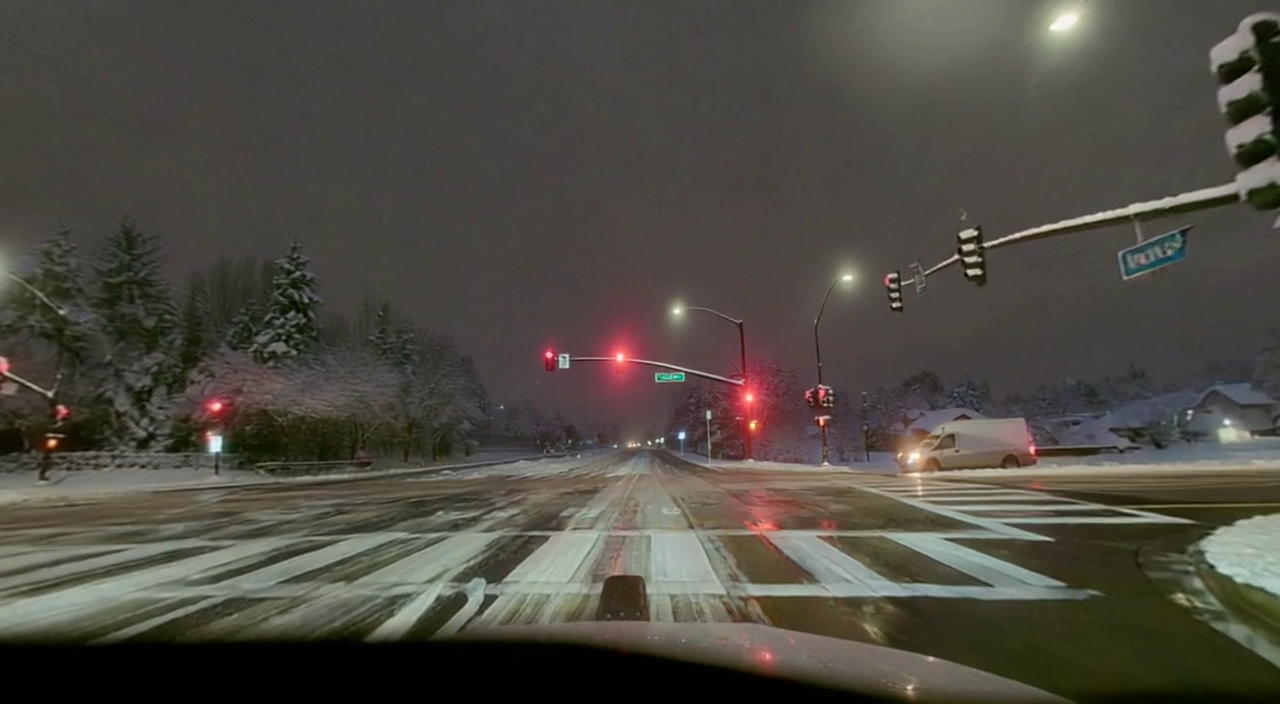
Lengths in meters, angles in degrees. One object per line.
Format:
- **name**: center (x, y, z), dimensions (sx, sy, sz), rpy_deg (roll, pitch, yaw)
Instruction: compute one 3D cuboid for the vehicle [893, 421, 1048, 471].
- **vehicle**: center (12.519, 3.582, 24.137), dimensions (4.790, 1.798, 1.909), rpy_deg (0, -8, 1)
